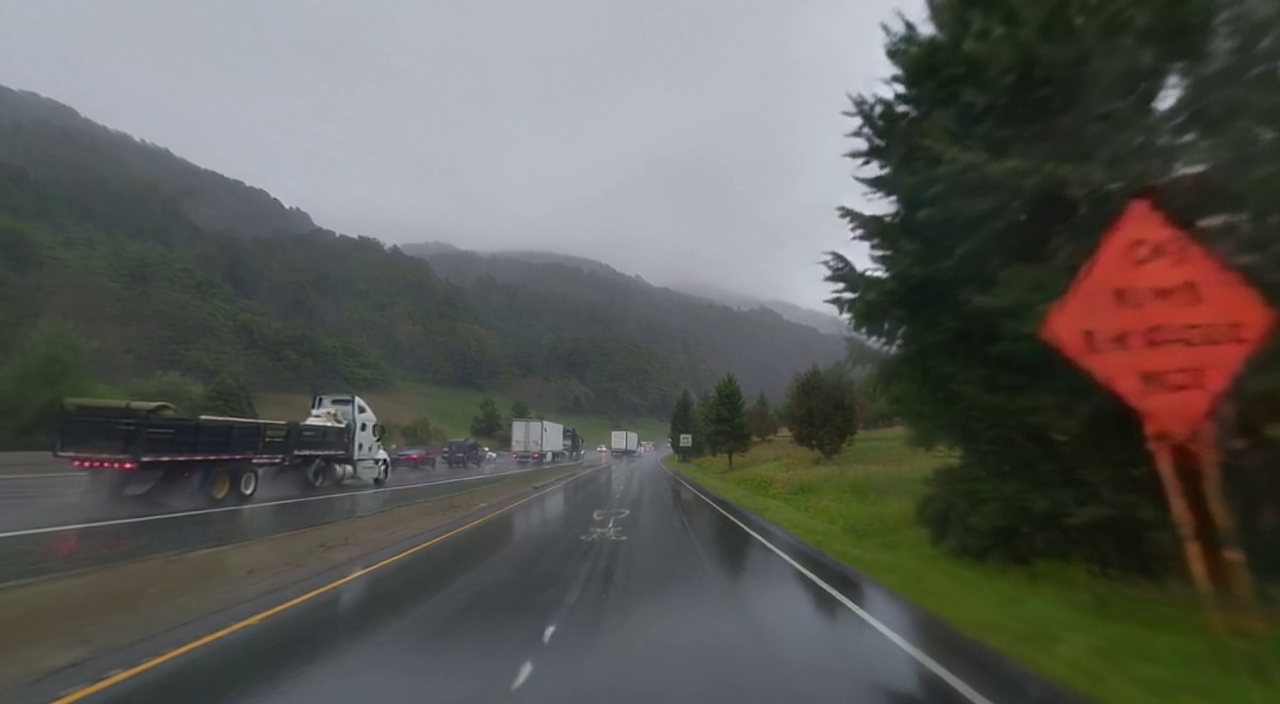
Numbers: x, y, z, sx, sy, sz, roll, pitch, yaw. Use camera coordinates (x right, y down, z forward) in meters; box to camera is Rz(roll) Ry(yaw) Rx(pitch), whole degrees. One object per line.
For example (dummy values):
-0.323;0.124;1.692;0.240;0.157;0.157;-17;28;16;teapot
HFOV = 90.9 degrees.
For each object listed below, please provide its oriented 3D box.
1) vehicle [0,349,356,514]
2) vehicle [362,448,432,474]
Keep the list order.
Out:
-13.348;2.631;19.698;2.745;3.617;11.590;-1;-9;4;vehicle
-14.916;6.720;38.968;1.925;1.493;4.864;-1;-9;6;vehicle
